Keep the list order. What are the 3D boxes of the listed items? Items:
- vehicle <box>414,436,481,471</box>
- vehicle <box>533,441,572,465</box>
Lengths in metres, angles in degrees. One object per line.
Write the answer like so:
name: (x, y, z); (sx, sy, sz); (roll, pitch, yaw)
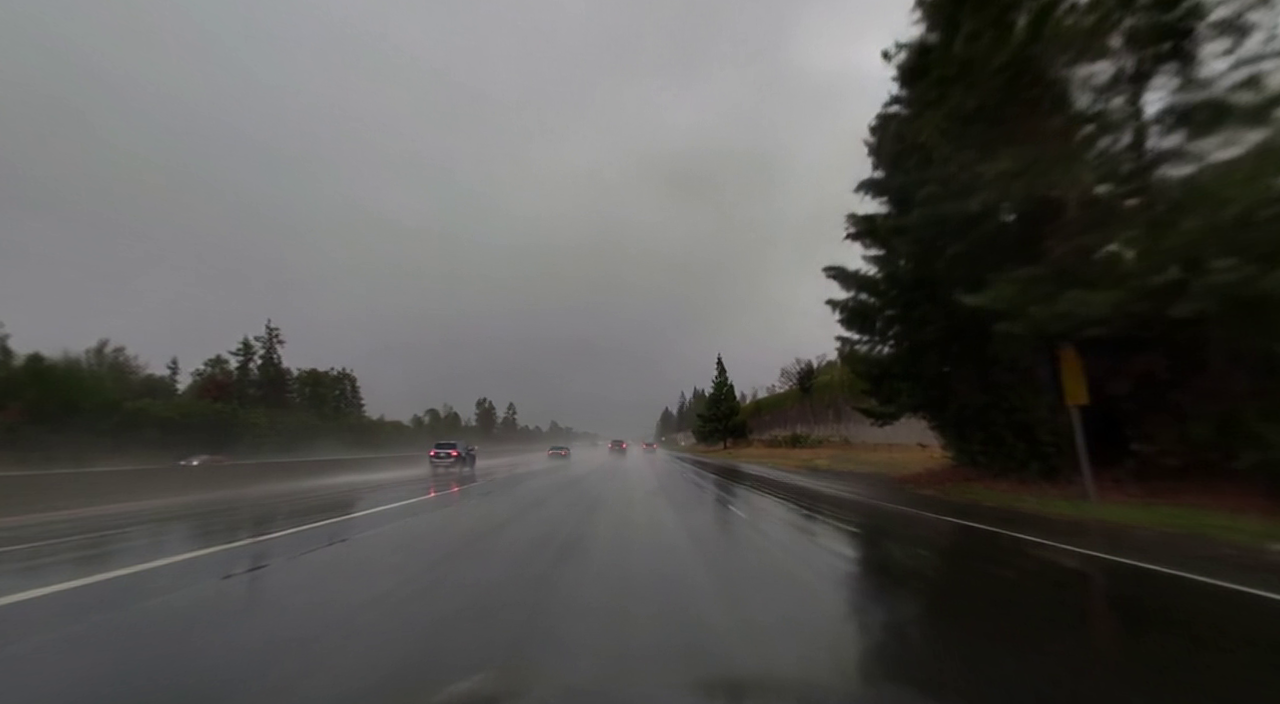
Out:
vehicle: (-10.628, 5.642, 35.332); (2.195, 1.795, 4.659); (0, -9, 1)
vehicle: (-6.269, 7.303, 45.807); (2.080, 1.694, 4.279); (0, -9, 2)
